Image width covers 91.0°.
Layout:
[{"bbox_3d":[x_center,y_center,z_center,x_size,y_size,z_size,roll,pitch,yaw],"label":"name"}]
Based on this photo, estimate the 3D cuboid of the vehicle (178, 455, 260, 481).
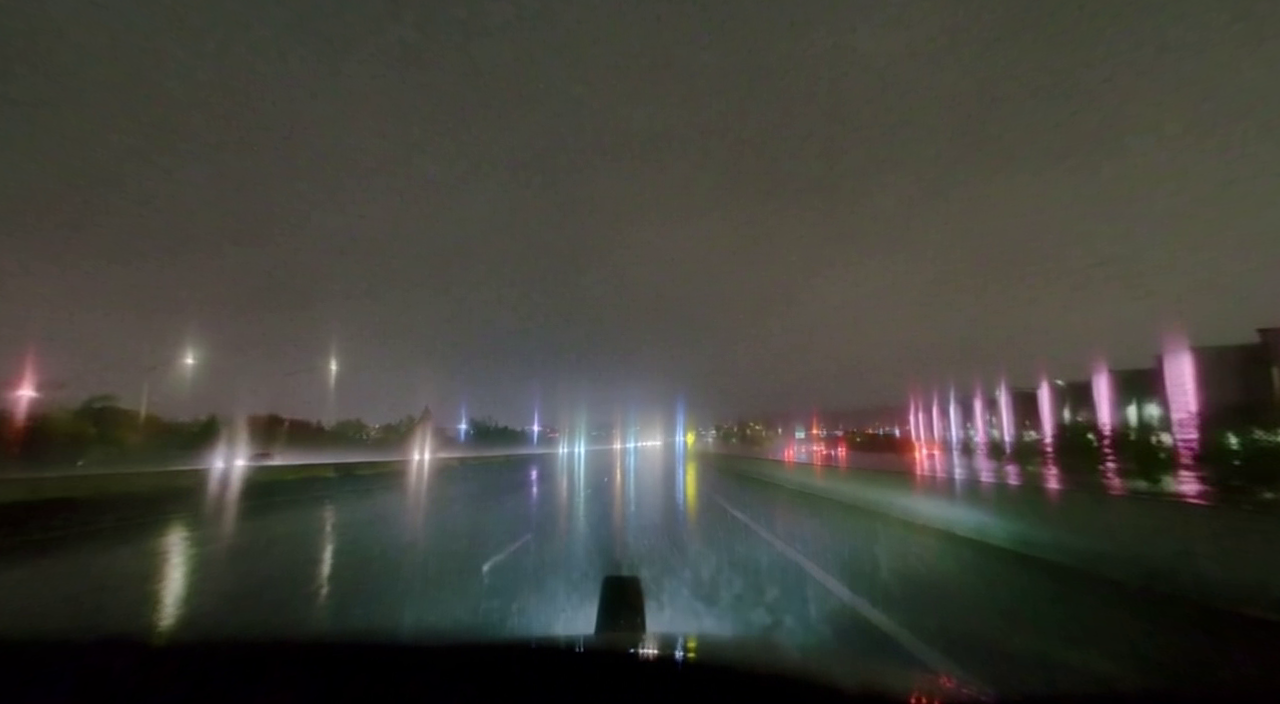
[{"bbox_3d":[-27.791,7.680,41.784,2.101,1.568,4.758,-1,-9,1],"label":"vehicle"}]
